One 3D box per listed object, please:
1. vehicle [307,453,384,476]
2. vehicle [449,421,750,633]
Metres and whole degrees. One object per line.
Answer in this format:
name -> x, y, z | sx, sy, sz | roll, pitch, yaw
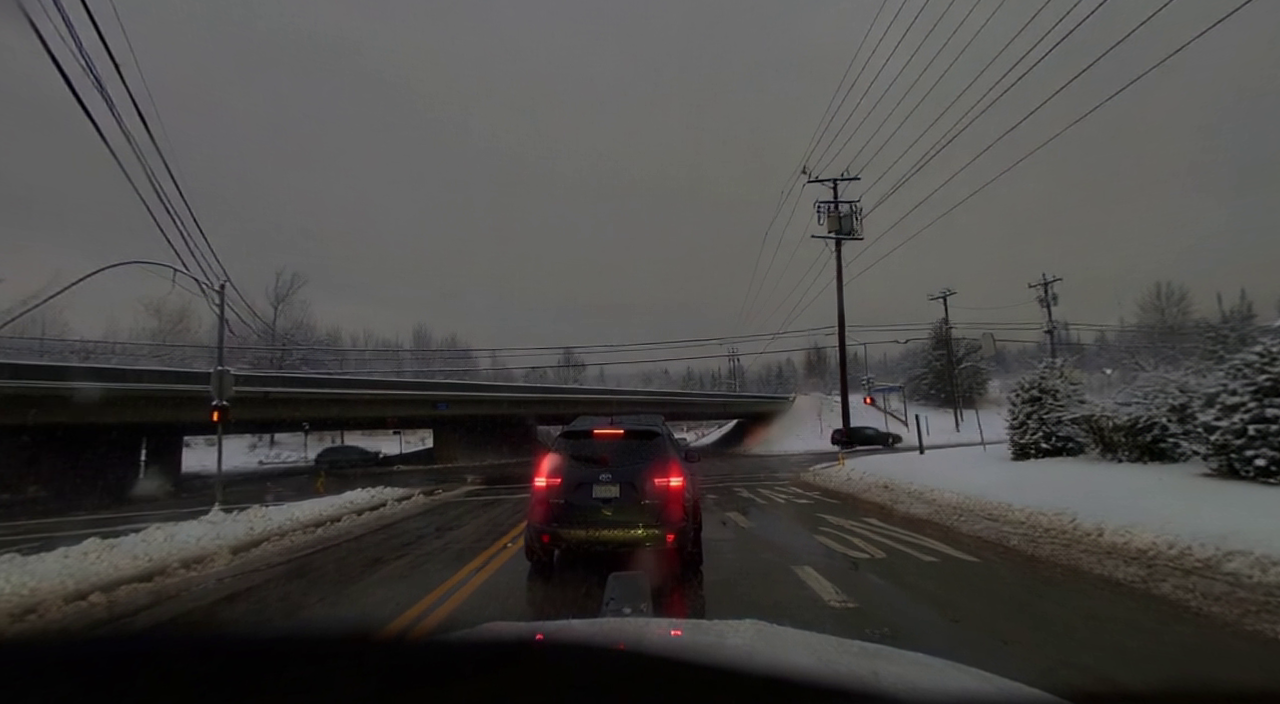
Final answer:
vehicle -> -21.022, 8.017, 45.189 | 1.808, 1.539, 4.600 | -7, -11, 39
vehicle -> -0.250, 1.526, 6.474 | 2.090, 1.458, 4.033 | -1, -9, 1
